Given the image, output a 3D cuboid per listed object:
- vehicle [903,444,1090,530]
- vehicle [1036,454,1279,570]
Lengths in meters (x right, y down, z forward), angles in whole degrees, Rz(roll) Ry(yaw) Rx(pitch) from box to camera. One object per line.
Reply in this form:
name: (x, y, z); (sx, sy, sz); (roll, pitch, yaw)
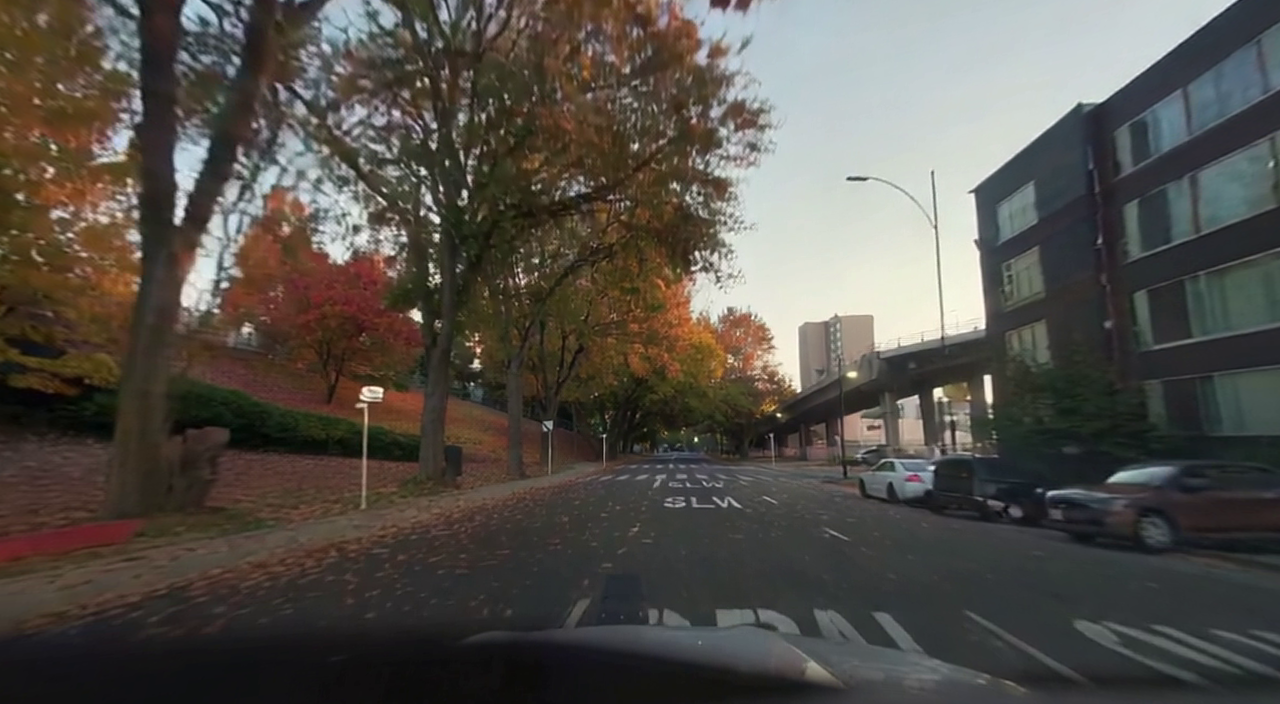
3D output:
vehicle: (7.919, 2.979, 14.610); (1.954, 1.657, 4.522); (-1, -9, 4)
vehicle: (9.285, 2.382, 9.772); (4.775, 1.542, 2.145); (0, -9, 3)
